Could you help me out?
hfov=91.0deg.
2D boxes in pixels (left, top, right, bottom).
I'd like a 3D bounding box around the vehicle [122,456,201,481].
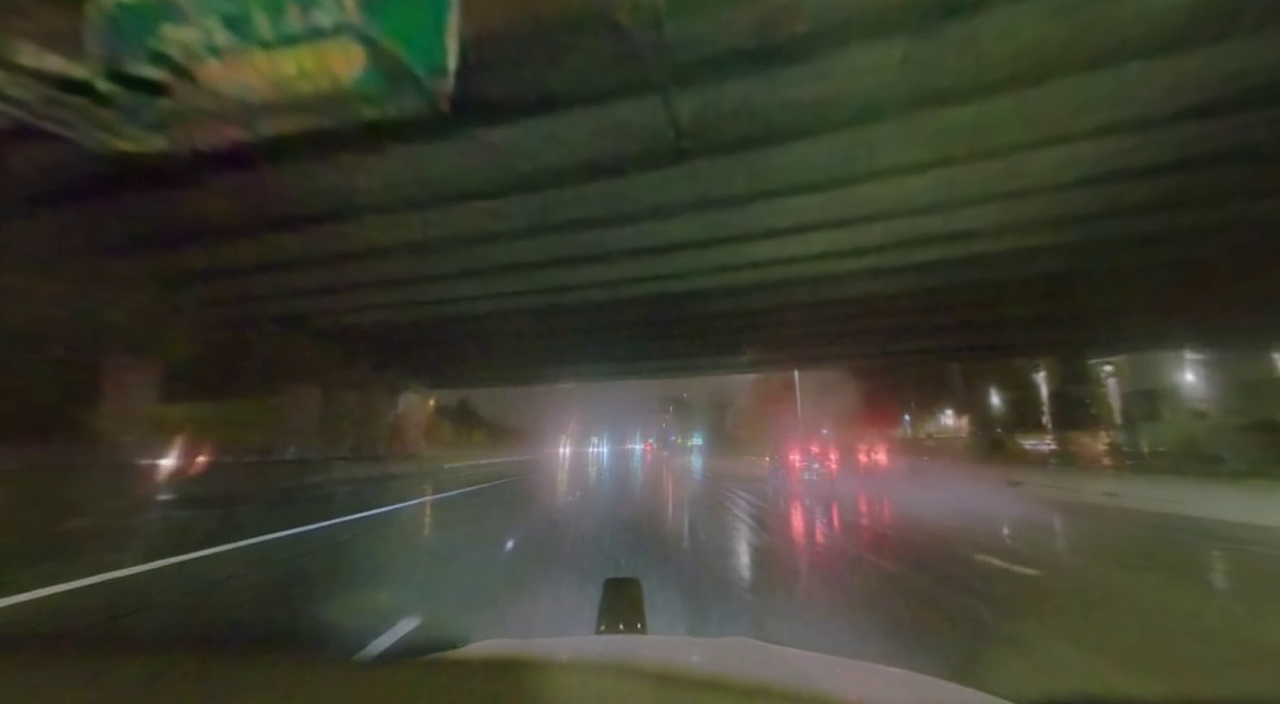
[{"bbox_3d":[-31.450,7.653,41.555,1.929,1.534,4.265,0,-9,-2],"label":"vehicle"}]
